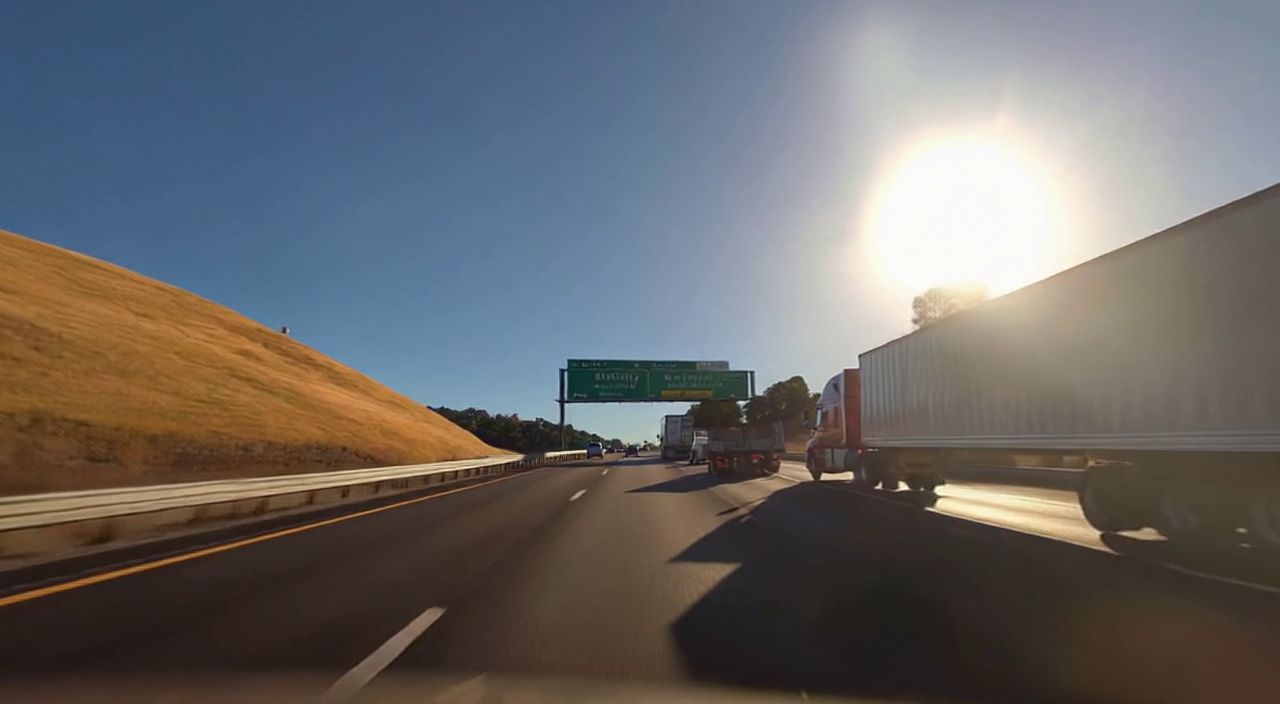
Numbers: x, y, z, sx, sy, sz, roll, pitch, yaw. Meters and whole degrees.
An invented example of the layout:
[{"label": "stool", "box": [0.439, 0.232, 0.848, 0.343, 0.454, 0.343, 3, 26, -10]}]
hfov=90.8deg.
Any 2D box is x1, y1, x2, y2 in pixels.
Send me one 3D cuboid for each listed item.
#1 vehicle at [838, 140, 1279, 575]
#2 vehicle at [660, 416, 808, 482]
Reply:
[{"label": "vehicle", "box": [7.703, 0.848, 11.433, 2.935, 4.187, 16.357, 0, -9, 0]}, {"label": "vehicle", "box": [3.360, 3.609, 23.594, 5.075, 2.277, 2.365, 0, -9, -3]}]
